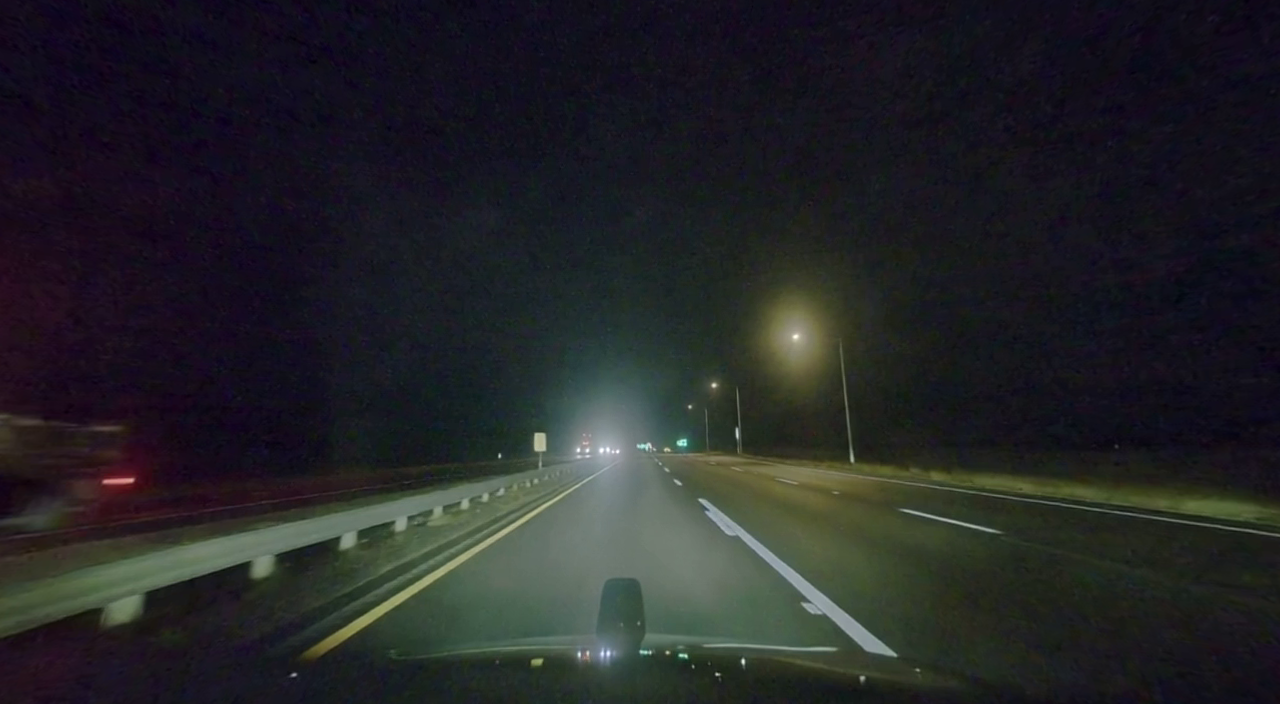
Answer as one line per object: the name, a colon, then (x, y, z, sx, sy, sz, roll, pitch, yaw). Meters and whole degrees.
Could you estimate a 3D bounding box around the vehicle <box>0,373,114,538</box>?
vehicle: (-12.022, 1.626, 9.847, 2.690, 2.712, 5.582, 0, -9, 0)
